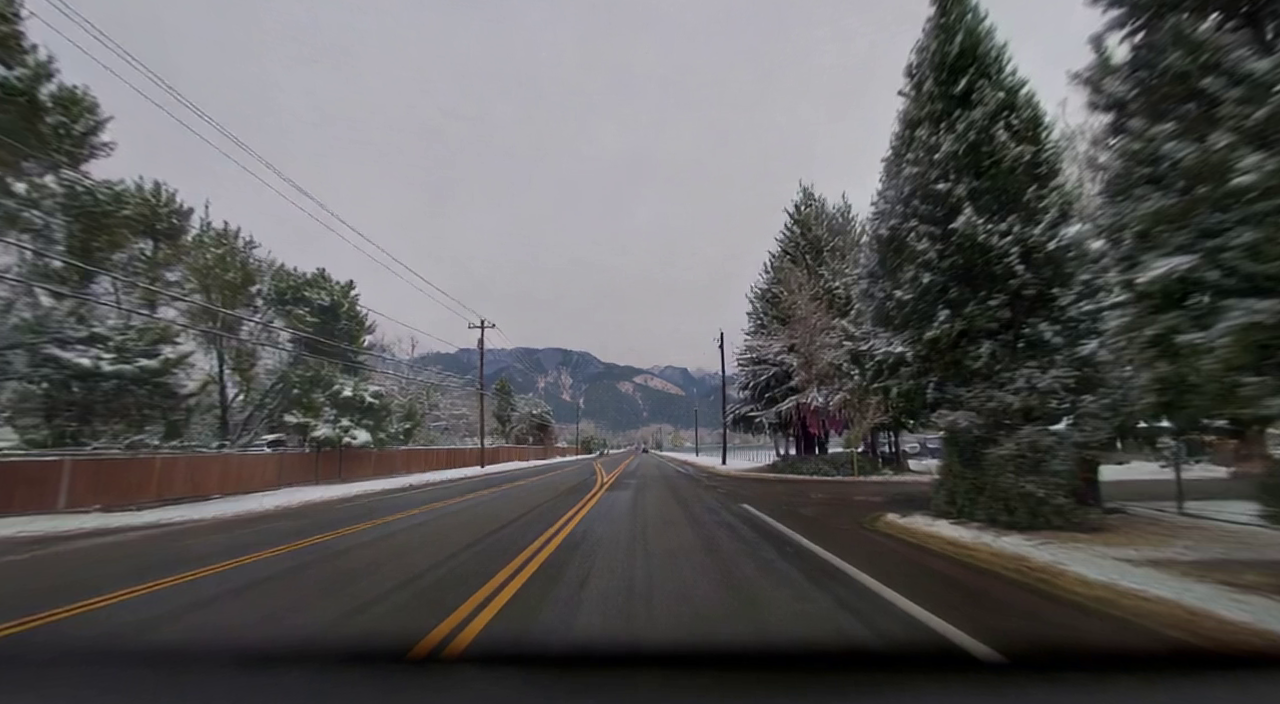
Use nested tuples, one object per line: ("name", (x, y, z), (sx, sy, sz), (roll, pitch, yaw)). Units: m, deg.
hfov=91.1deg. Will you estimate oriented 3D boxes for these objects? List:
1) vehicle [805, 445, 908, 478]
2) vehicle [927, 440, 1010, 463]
("vehicle", (10.574, 5.327, 30.751), (4.540, 1.505, 2.021), (-3, -9, 21))
("vehicle", (22.277, 6.765, 42.711), (4.490, 1.470, 1.979), (0, -8, 3))
